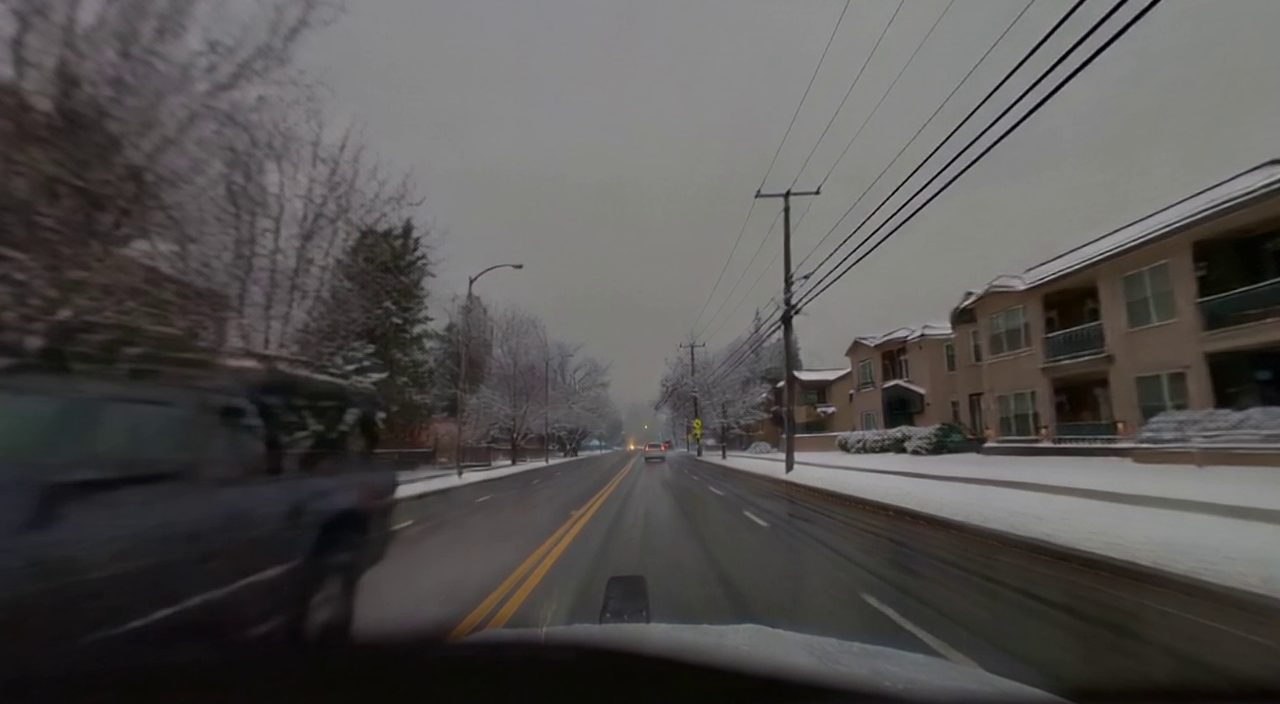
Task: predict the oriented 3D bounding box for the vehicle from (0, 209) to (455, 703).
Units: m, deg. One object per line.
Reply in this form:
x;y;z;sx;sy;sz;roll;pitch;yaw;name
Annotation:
-2.937;0.780;2.601;2.469;2.023;5.896;0;-9;1;vehicle

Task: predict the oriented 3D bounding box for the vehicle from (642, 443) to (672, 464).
1.213;7.548;46.944;2.097;1.463;4.043;0;-9;0;vehicle
